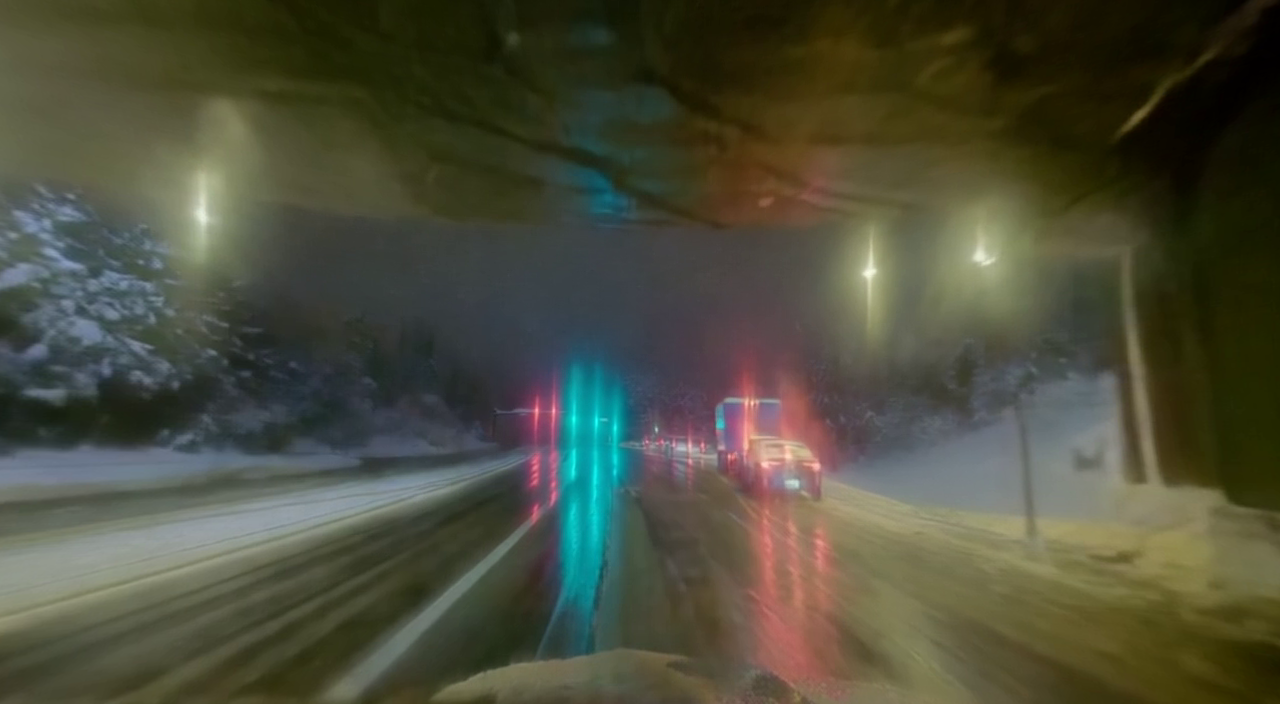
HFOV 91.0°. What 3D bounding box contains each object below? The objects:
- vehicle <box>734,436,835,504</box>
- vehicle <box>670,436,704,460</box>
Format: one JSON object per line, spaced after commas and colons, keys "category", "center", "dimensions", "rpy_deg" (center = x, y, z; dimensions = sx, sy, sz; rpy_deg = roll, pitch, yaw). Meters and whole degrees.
{"category": "vehicle", "center": [3.492, 2.900, 15.948], "dimensions": [1.947, 1.475, 3.962], "rpy_deg": [-1, -8, 6]}
{"category": "vehicle", "center": [3.610, 7.396, 48.772], "dimensions": [1.917, 1.748, 4.003], "rpy_deg": [0, -8, -6]}
